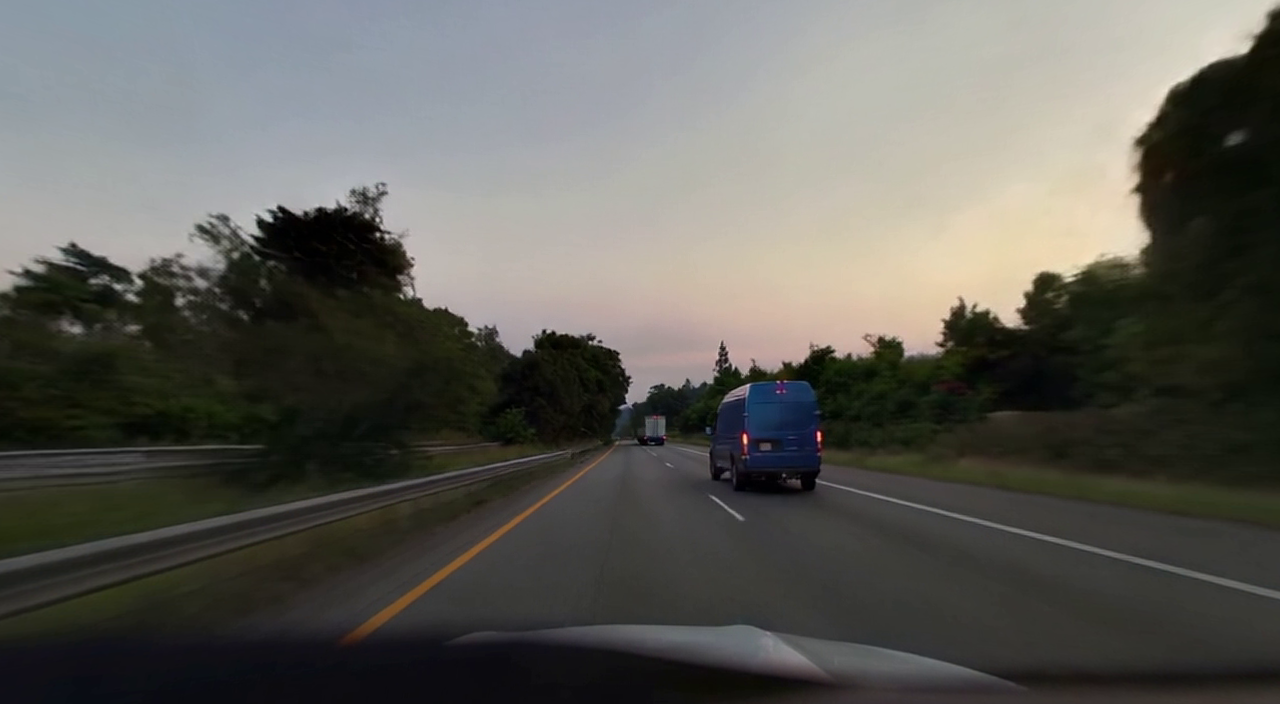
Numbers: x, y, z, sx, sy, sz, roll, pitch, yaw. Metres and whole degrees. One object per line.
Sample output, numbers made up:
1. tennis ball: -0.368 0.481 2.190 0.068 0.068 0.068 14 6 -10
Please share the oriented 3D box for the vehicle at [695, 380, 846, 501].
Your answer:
1. vehicle: 3.078 2.309 16.705 2.570 2.596 6.082 0 -8 -1
